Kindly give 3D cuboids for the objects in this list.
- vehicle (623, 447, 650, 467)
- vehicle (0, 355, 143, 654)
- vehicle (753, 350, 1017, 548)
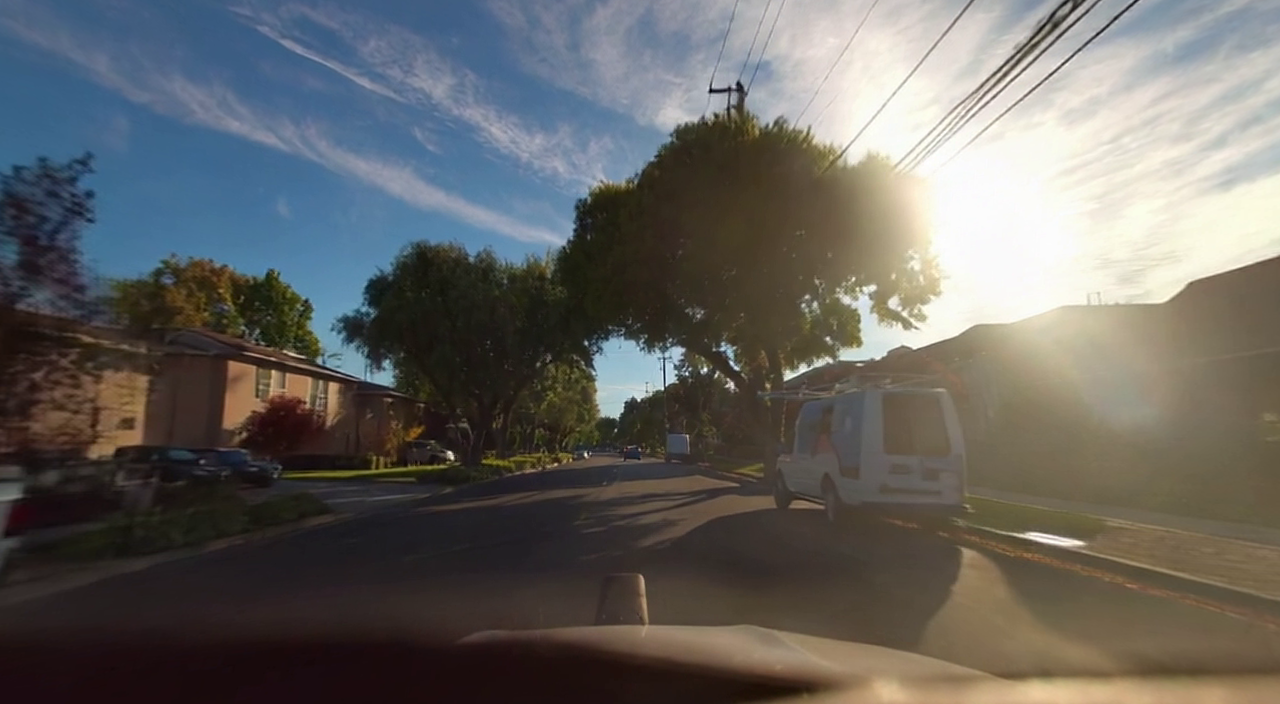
[{"bbox_3d":[-0.283,8.209,49.619,2.062,1.509,4.305,0,-9,-1],"label":"vehicle"},{"bbox_3d":[-5.772,0.928,2.789,2.284,2.119,5.984,-3,-7,1],"label":"vehicle"},{"bbox_3d":[4.005,1.814,11.973,2.384,2.791,5.899,0,-9,-2],"label":"vehicle"}]
